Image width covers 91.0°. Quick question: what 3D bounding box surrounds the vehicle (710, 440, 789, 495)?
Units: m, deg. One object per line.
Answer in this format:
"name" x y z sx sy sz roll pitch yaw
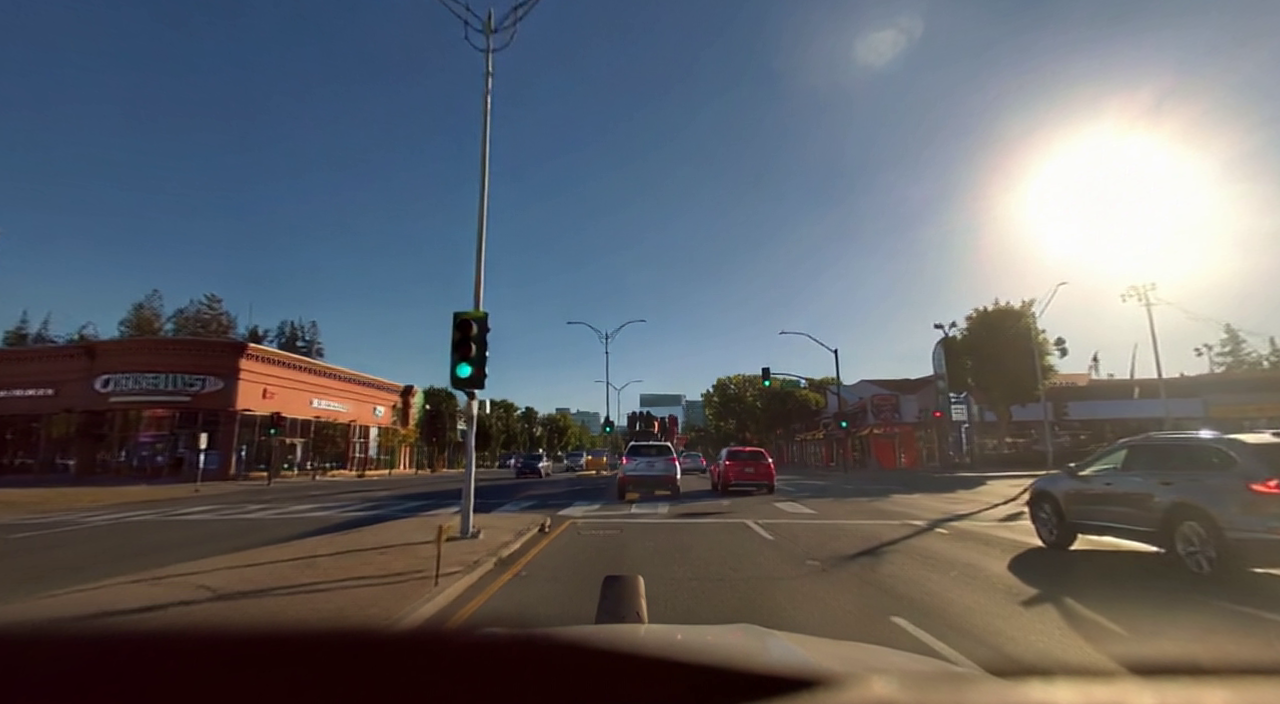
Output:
"vehicle" 3.739 4.039 22.343 2.025 1.754 4.311 0 -9 0

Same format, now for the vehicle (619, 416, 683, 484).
"vehicle" 0.439 3.958 25.585 2.370 2.518 3.858 0 -9 1

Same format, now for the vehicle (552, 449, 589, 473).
"vehicle" -4.518 7.118 41.350 2.001 1.518 4.316 0 -9 -1

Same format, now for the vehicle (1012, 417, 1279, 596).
"vehicle" 7.126 1.793 8.050 1.982 1.698 4.408 0 -9 0
